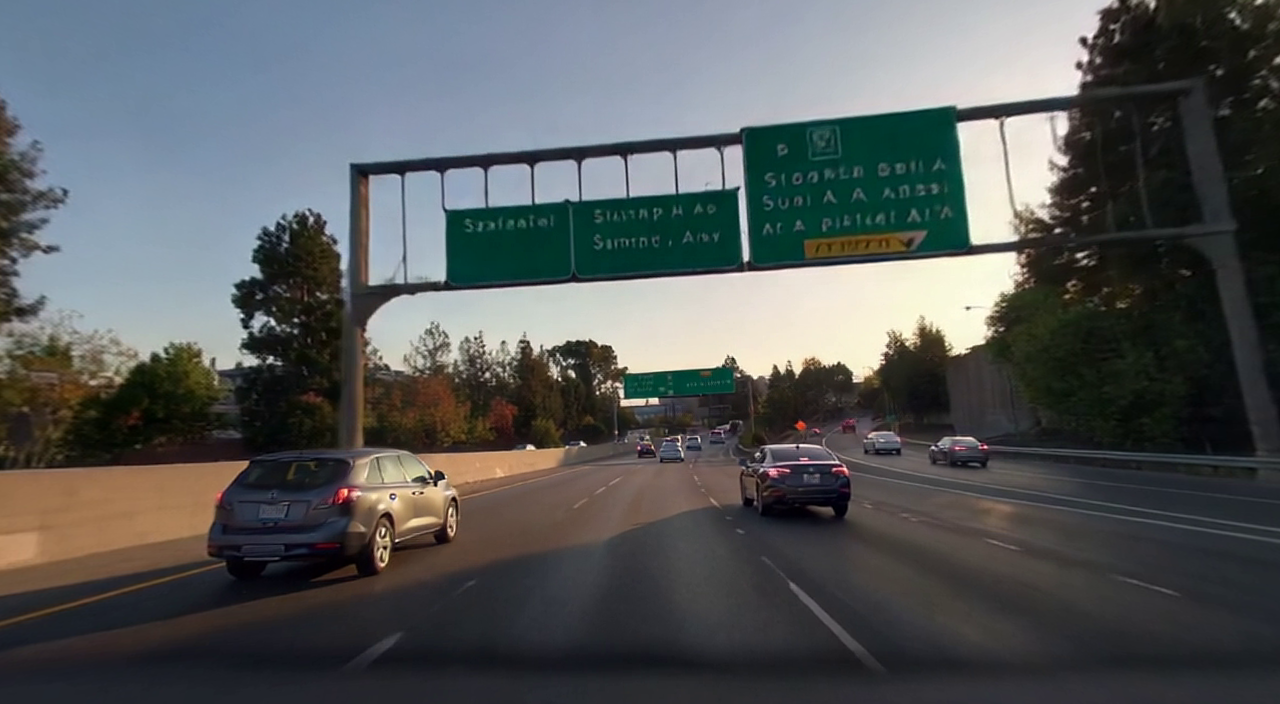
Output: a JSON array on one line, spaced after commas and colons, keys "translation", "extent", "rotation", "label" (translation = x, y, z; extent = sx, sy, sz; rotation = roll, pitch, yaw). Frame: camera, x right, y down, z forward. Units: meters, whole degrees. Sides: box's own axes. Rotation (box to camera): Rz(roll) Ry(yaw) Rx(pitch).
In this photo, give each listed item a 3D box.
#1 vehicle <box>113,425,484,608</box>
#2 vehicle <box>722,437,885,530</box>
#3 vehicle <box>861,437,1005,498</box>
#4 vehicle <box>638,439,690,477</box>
[{"translation": [-3.521, 1.765, 7.738], "extent": [1.937, 1.558, 4.469], "rotation": [0, -9, 2], "label": "vehicle"}, {"translation": [2.945, 2.486, 12.517], "extent": [2.009, 1.489, 4.559], "rotation": [0, -9, 0], "label": "vehicle"}, {"translation": [8.179, 3.261, 18.172], "extent": [2.014, 1.506, 4.626], "rotation": [0, -9, 2], "label": "vehicle"}, {"translation": [1.121, 4.793, 28.675], "extent": [2.201, 1.614, 3.803], "rotation": [0, -9, 3], "label": "vehicle"}]
